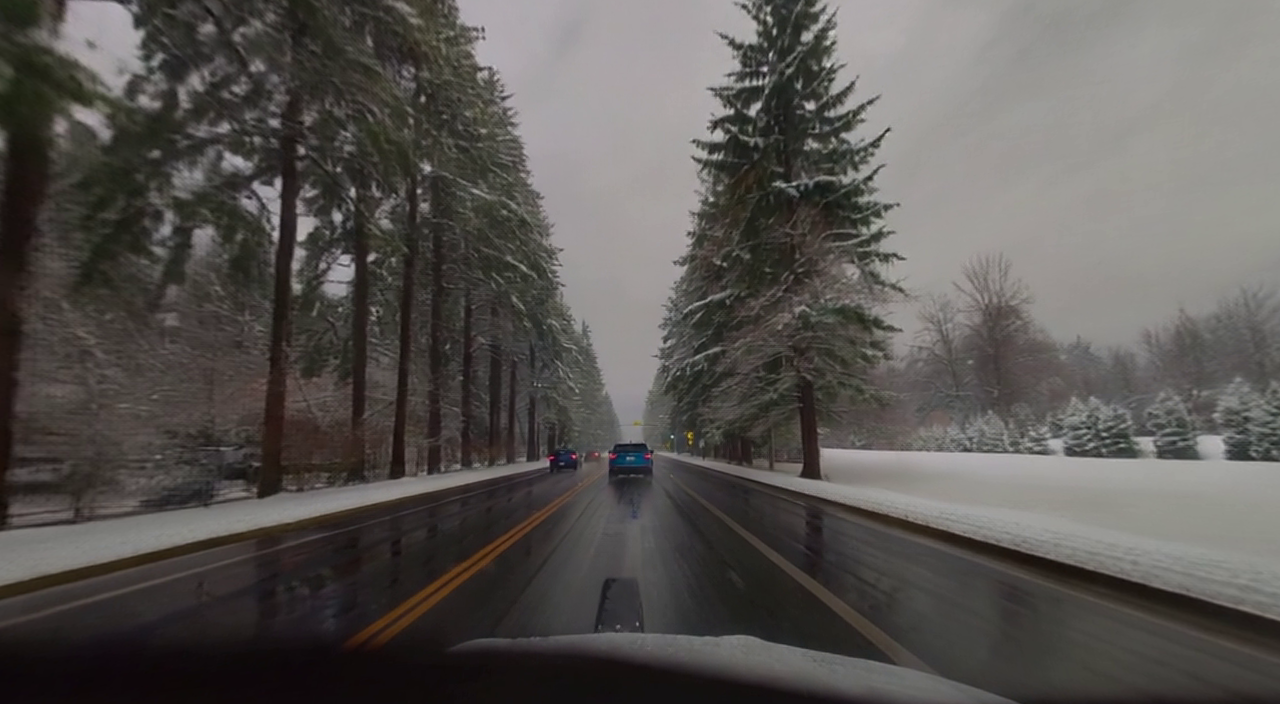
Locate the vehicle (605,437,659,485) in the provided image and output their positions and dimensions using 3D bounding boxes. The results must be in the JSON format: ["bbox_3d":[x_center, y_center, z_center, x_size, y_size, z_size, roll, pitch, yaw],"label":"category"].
[{"bbox_3d":[-0.305,4.382,25.668,2.018,1.769,3.897,0,-8,0],"label":"vehicle"}]

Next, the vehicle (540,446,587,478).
[{"bbox_3d":[-3.983,5.821,33.717,1.936,1.538,4.016,0,-8,1],"label":"vehicle"}]
